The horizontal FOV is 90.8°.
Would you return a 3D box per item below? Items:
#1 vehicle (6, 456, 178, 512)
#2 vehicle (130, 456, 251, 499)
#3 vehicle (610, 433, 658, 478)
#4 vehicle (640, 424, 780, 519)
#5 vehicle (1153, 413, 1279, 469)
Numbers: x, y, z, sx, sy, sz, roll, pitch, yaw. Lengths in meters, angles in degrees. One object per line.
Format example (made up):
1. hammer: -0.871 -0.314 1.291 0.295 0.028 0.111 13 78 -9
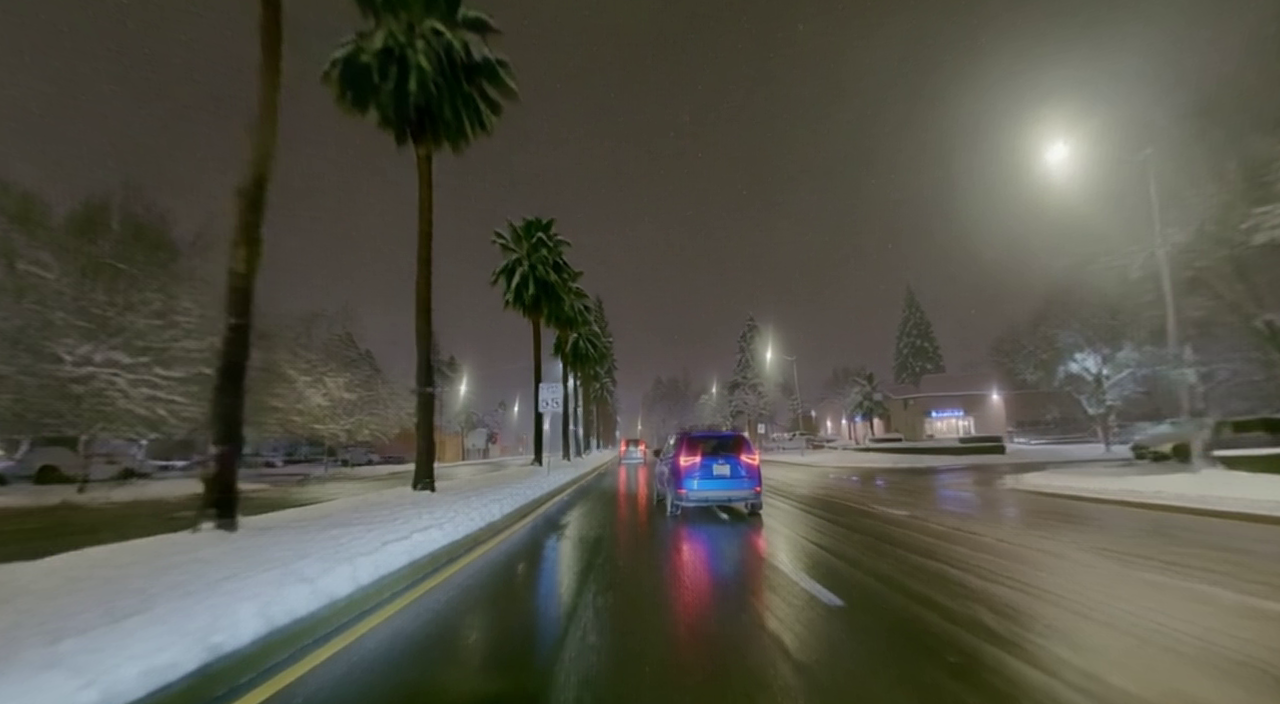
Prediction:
1. vehicle: -19.654 4.693 23.023 2.029 1.723 4.639 0 -8 1
2. vehicle: -19.797 5.497 28.152 1.929 1.646 4.716 0 -8 0
3. vehicle: -0.273 4.598 28.305 1.981 1.854 3.983 0 -8 0
4. vehicle: 1.275 2.480 13.645 2.239 1.693 4.301 0 -8 -4
5. vehicle: 21.266 3.213 22.677 1.894 1.784 4.571 0 -8 2
